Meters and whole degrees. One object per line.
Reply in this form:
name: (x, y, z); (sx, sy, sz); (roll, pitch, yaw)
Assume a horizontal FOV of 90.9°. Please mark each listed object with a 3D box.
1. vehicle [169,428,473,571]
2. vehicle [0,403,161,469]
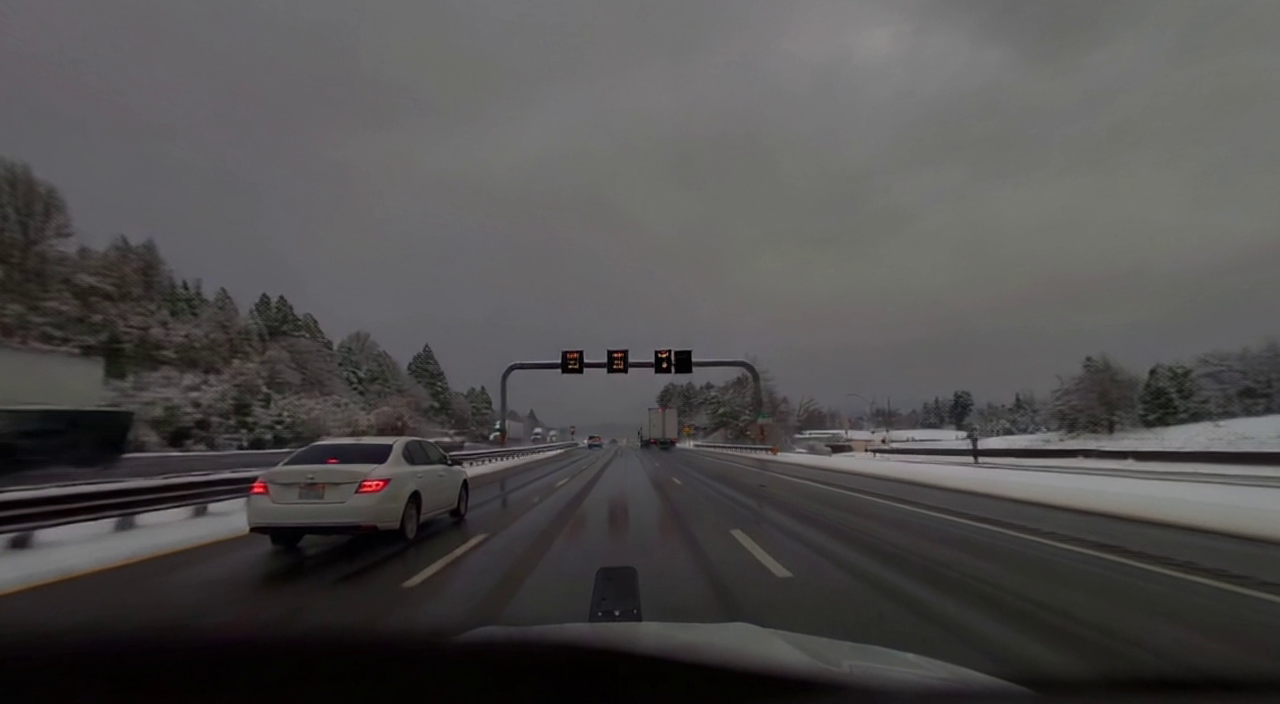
vehicle: (-3.885, 1.825, 8.757); (1.971, 1.444, 4.401); (0, -8, -1)
vehicle: (-16.229, 2.370, 17.606); (2.198, 1.601, 4.448); (0, -8, -1)
